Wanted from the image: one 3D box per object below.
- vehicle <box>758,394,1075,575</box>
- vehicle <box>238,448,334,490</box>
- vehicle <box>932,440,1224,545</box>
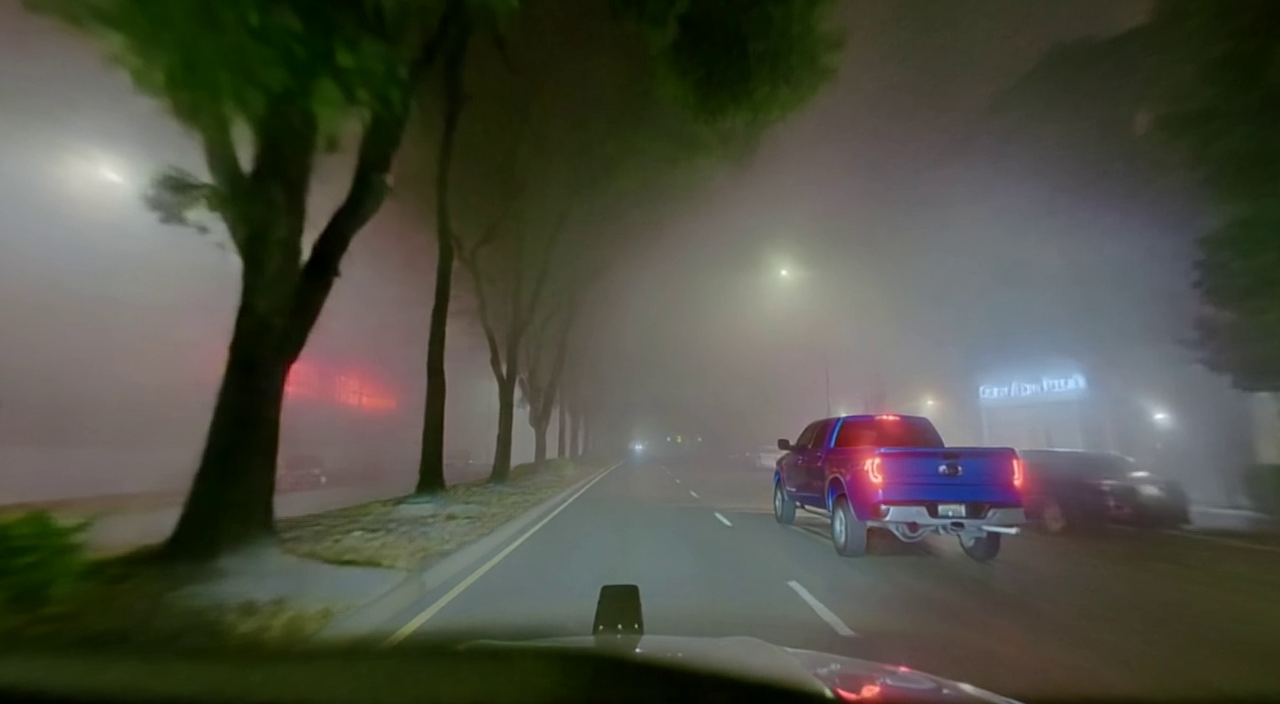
[{"bbox_3d":[3.333,1.755,9.166,2.085,1.828,5.383,0,-9,-1],"label":"vehicle"},{"bbox_3d":[-15.984,5.245,28.705,1.913,1.734,4.357,1,-9,-2],"label":"vehicle"},{"bbox_3d":[7.532,2.397,11.571,2.076,1.536,4.423,1,-8,-2],"label":"vehicle"}]
